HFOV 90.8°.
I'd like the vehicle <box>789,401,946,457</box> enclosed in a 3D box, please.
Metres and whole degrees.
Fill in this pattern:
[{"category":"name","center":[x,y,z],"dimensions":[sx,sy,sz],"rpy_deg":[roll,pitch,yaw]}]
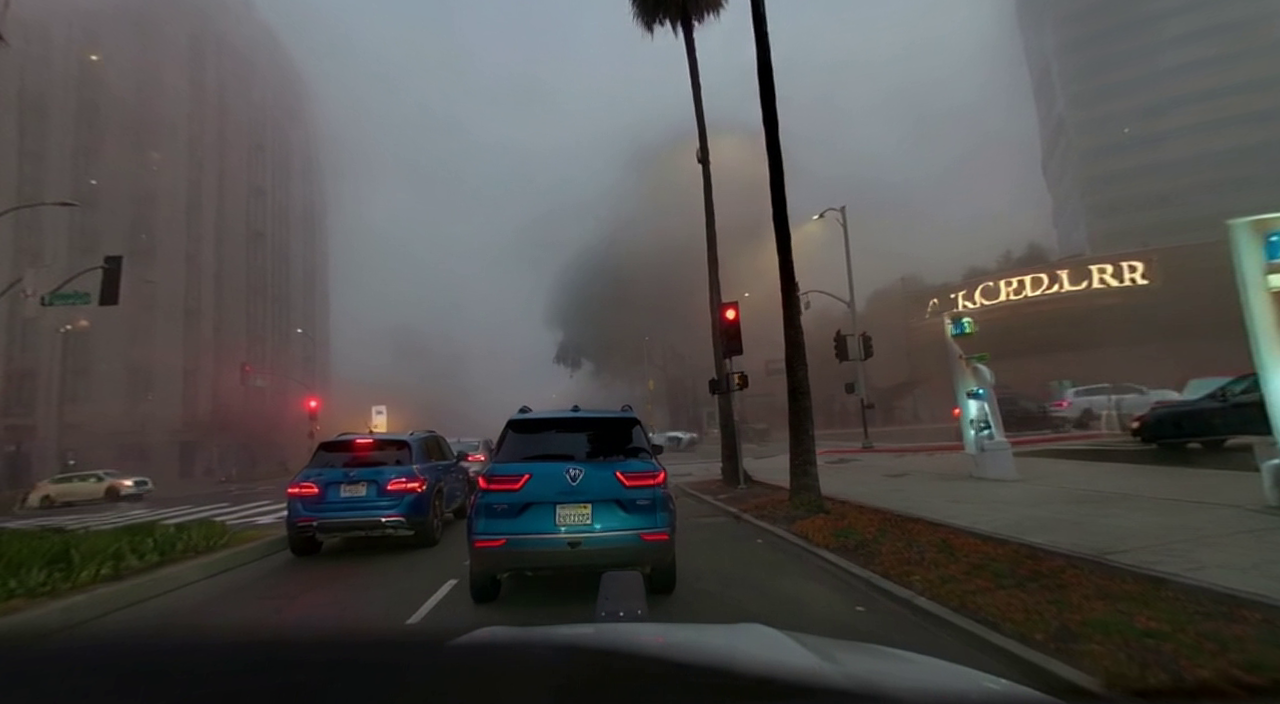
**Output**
[{"category":"vehicle","center":[8.784,3.024,24.722],"dimensions":[5.307,2.076,2.122],"rpy_deg":[1,-8,-6]}]

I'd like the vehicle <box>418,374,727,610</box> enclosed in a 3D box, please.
[{"category":"vehicle","center":[-0.697,1.493,7.690],"dimensions":[2.519,1.913,4.819],"rpy_deg":[0,-8,-4]}]

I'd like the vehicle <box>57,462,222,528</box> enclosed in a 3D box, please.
[{"category":"vehicle","center":[-15.637,4.335,19.713],"dimensions":[4.660,1.708,2.331],"rpy_deg":[-5,-10,30]}]

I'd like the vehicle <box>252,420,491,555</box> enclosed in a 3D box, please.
[{"category":"vehicle","center":[-4.014,2.089,10.626],"dimensions":[2.097,1.692,5.030],"rpy_deg":[0,-8,-4]}]

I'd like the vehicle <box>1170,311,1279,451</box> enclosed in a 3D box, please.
[{"category":"vehicle","center":[10.336,0.445,8.616],"dimensions":[4.420,1.766,2.104],"rpy_deg":[1,-8,-5]}]

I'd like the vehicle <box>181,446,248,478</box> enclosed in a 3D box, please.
[{"category":"vehicle","center":[-28.619,7.386,42.636],"dimensions":[1.783,1.997,4.000],"rpy_deg":[0,-8,-3]}]

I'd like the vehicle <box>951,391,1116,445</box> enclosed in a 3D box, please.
[{"category":"vehicle","center":[15.447,2.648,25.033],"dimensions":[5.033,1.999,2.259],"rpy_deg":[0,-8,-3]}]
